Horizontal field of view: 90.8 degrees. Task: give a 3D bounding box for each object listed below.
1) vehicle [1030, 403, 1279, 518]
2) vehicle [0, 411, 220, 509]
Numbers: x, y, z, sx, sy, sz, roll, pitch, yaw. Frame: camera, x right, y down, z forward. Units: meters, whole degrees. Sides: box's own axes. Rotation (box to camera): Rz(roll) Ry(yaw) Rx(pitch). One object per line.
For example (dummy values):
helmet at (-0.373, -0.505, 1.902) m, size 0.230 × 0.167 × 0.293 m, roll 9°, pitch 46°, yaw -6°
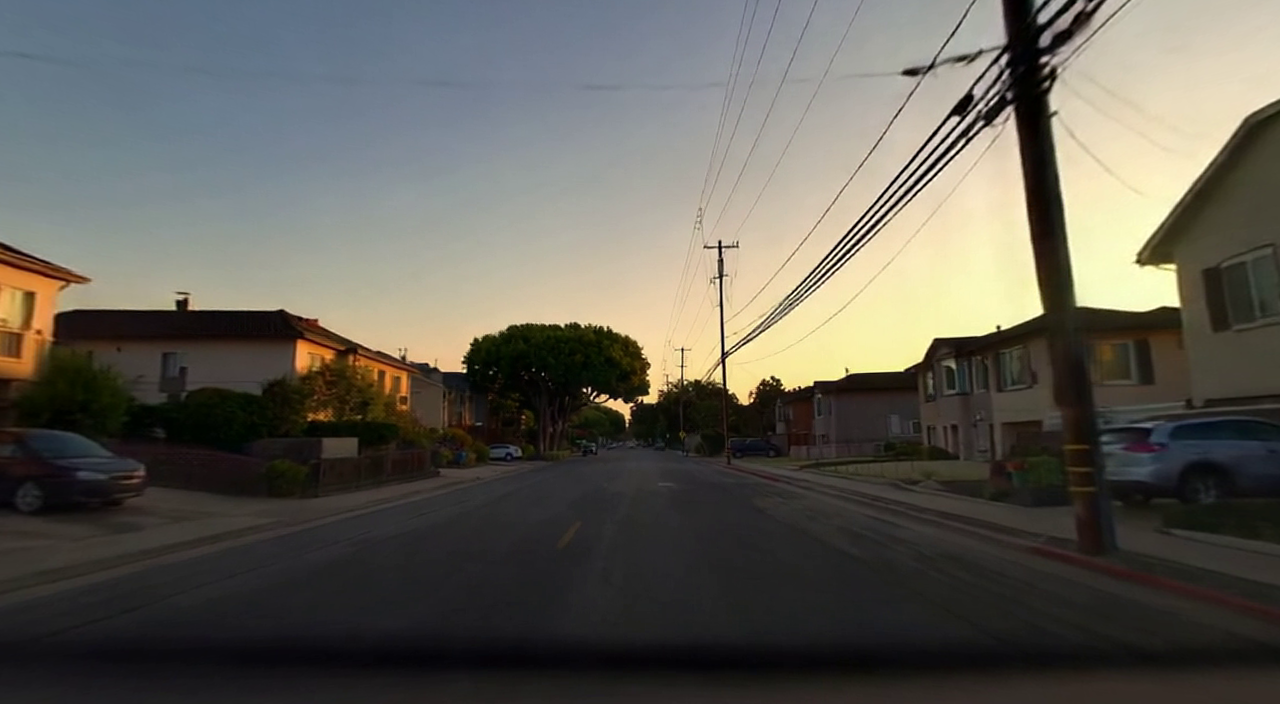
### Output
vehicle at (10.255, 1.875, 11.169) m, size 5.221 × 1.798 × 2.211 m, roll 0°, pitch -8°, yaw -2°
vehicle at (-12.365, 2.236, 13.306) m, size 5.186 × 1.842 × 2.465 m, roll 0°, pitch -8°, yaw -1°
